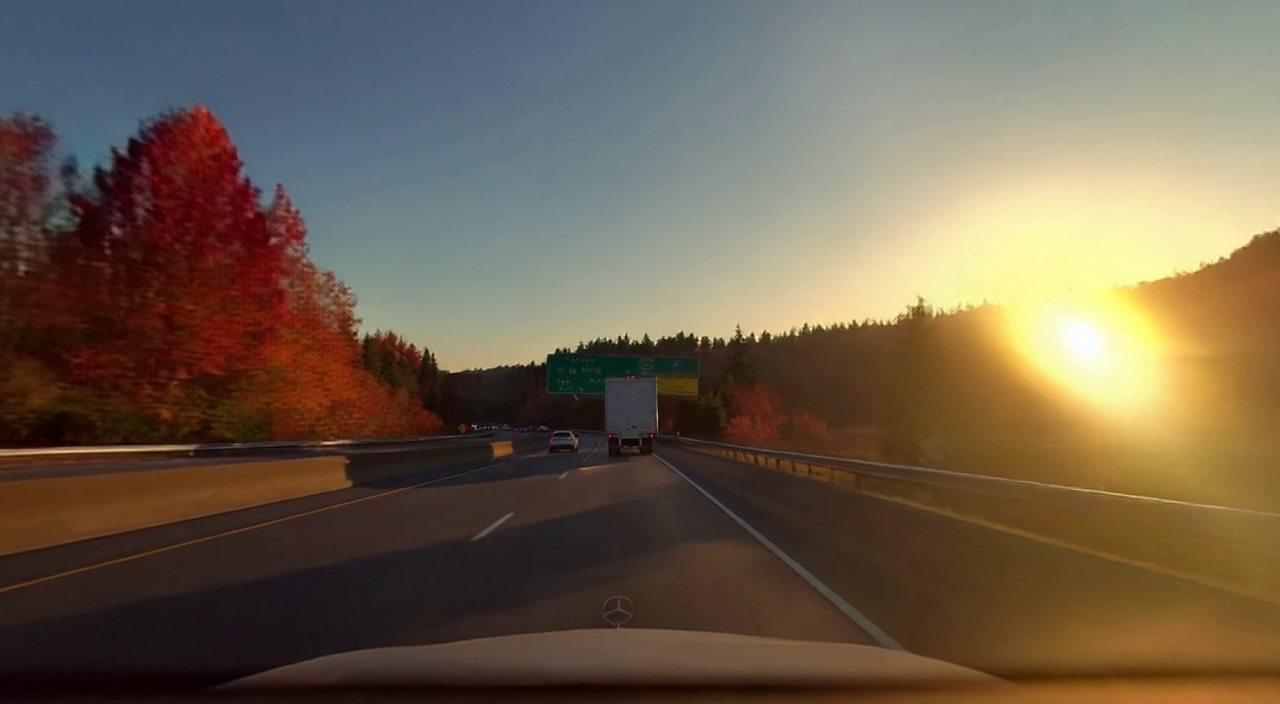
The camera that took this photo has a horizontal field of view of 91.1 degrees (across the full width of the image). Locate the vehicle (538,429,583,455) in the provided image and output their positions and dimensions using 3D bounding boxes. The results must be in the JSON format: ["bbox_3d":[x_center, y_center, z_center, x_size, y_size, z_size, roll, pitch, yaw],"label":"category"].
[{"bbox_3d":[-4.816,5.485,38.455,2.217,1.495,4.245,0,-8,0],"label":"vehicle"}]

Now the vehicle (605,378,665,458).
[{"bbox_3d":[-0.431,4.092,37.546,3.013,4.016,11.496,0,-8,-2],"label":"vehicle"}]
